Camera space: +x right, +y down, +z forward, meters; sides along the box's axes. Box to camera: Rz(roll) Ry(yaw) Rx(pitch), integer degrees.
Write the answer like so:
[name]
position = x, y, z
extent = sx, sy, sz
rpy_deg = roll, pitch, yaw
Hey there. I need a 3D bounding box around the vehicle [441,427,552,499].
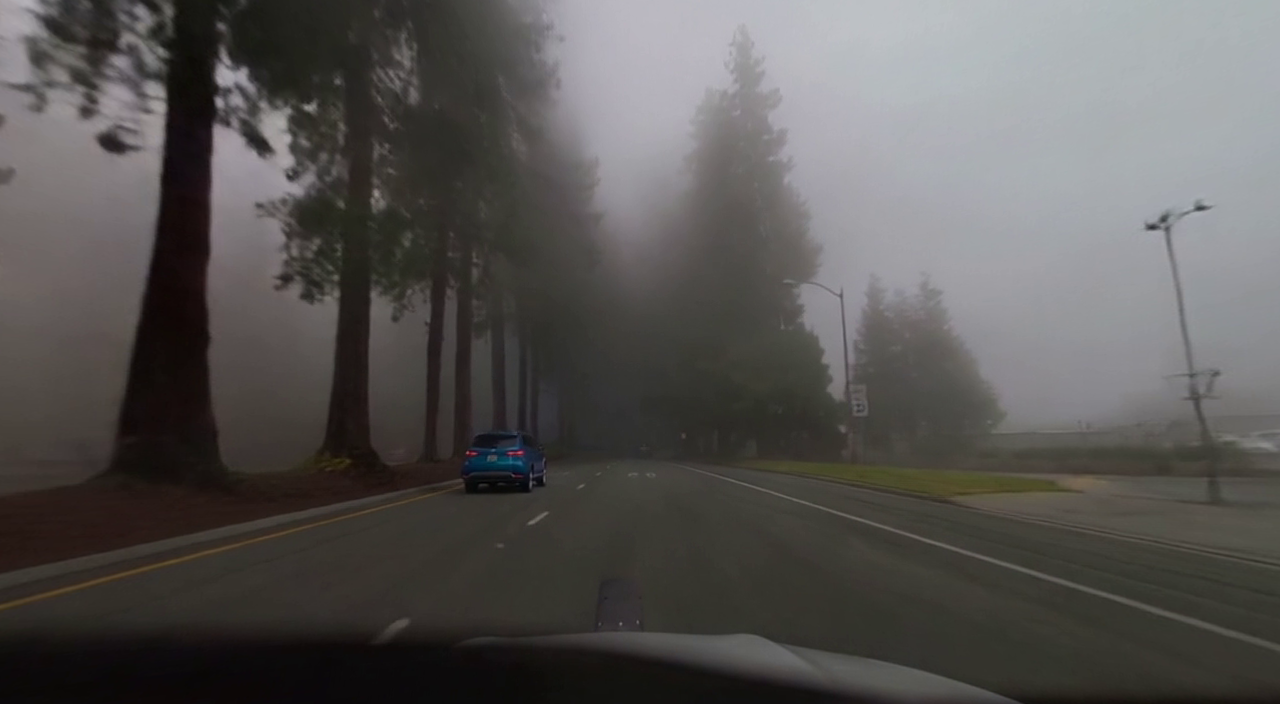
[vehicle]
position = -3.794, 3.017, 17.539
extent = 2.078, 1.748, 4.279
rpy_deg = 0, -8, 0
